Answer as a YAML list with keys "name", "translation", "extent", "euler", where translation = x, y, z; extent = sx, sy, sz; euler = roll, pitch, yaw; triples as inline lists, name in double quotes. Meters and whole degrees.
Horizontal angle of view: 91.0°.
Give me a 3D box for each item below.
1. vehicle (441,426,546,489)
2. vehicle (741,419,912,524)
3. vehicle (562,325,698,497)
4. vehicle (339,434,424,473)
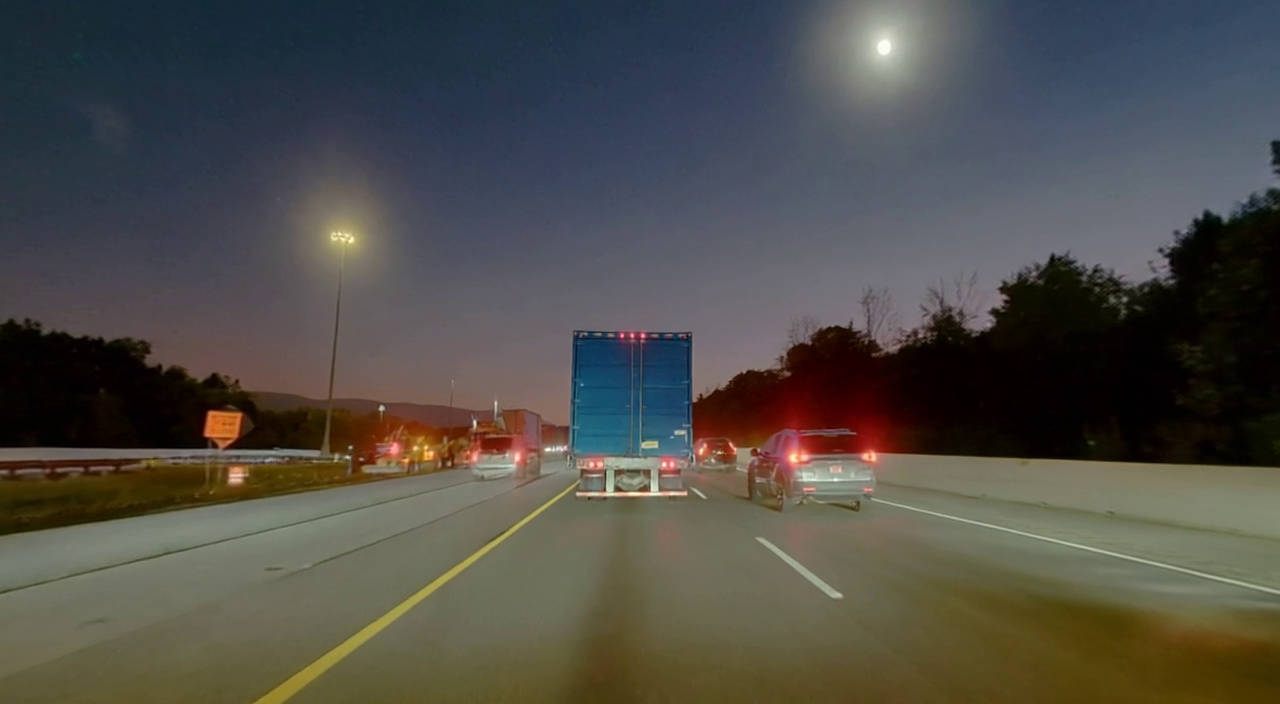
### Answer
- name: "vehicle"
  translation: [-4.413, 3.284, 19.820]
  extent: [2.095, 1.736, 4.529]
  euler: [0, -9, 2]
- name: "vehicle"
  translation: [3.439, 2.303, 12.603]
  extent: [2.103, 1.713, 4.173]
  euler: [1, -9, 0]
- name: "vehicle"
  translation: [-0.240, 2.078, 19.587]
  extent: [3.067, 3.940, 10.154]
  euler: [0, -9, 0]
- name: "vehicle"
  translation: [-13.101, 5.163, 32.305]
  extent: [2.054, 1.708, 4.663]
  euler: [2, -8, 4]
